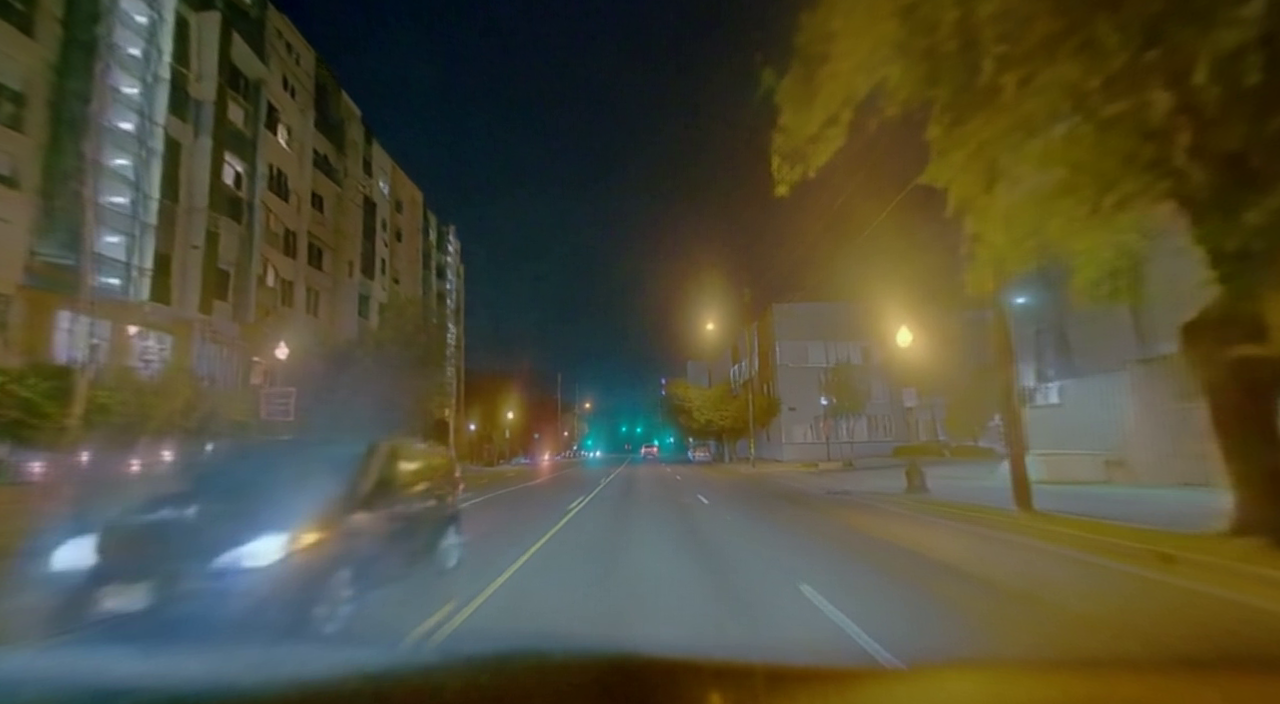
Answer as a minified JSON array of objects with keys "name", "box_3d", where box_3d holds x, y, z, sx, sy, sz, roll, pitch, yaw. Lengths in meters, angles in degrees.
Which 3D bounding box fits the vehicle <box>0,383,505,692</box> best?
[{"name":"vehicle","box_3d":[-2.948,1.378,5.855,2.332,1.732,4.463,0,-8,1]}]
